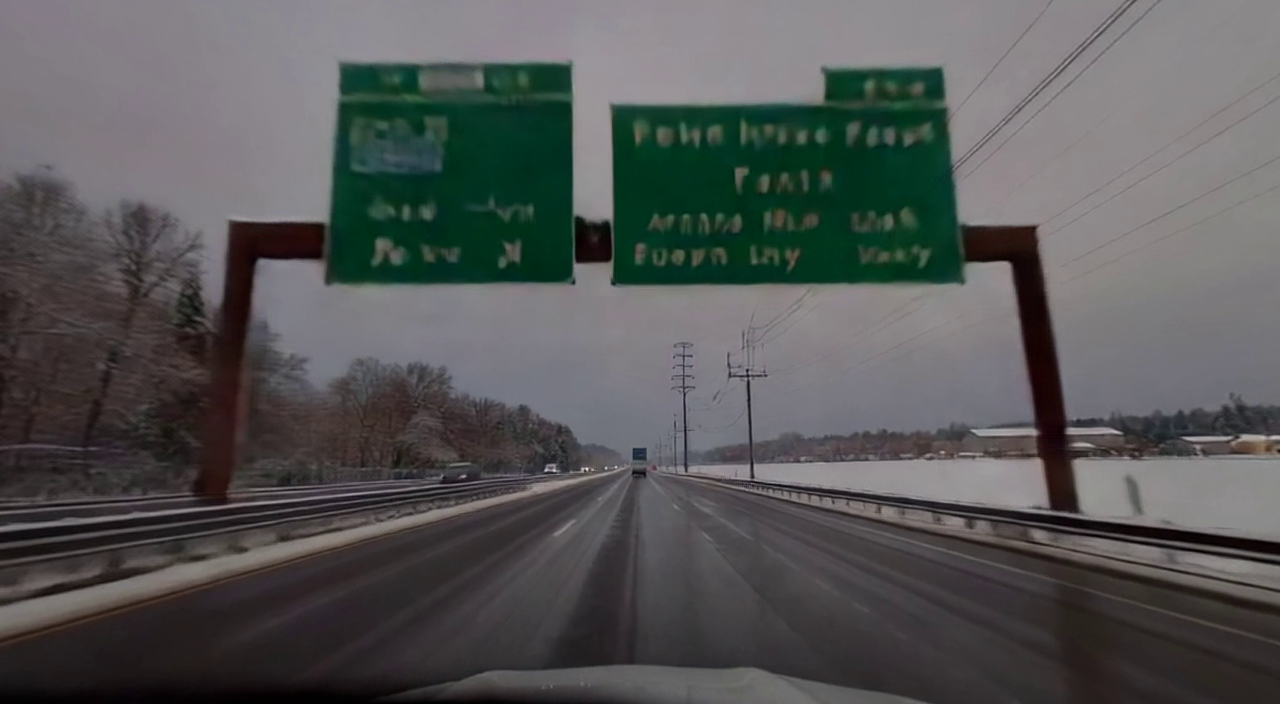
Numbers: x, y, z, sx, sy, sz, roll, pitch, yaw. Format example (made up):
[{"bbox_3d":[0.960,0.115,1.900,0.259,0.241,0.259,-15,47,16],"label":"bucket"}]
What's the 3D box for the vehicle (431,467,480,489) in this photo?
[{"bbox_3d":[-12.569,8.601,43.149,1.945,1.434,4.412,1,-10,0],"label":"vehicle"}]
